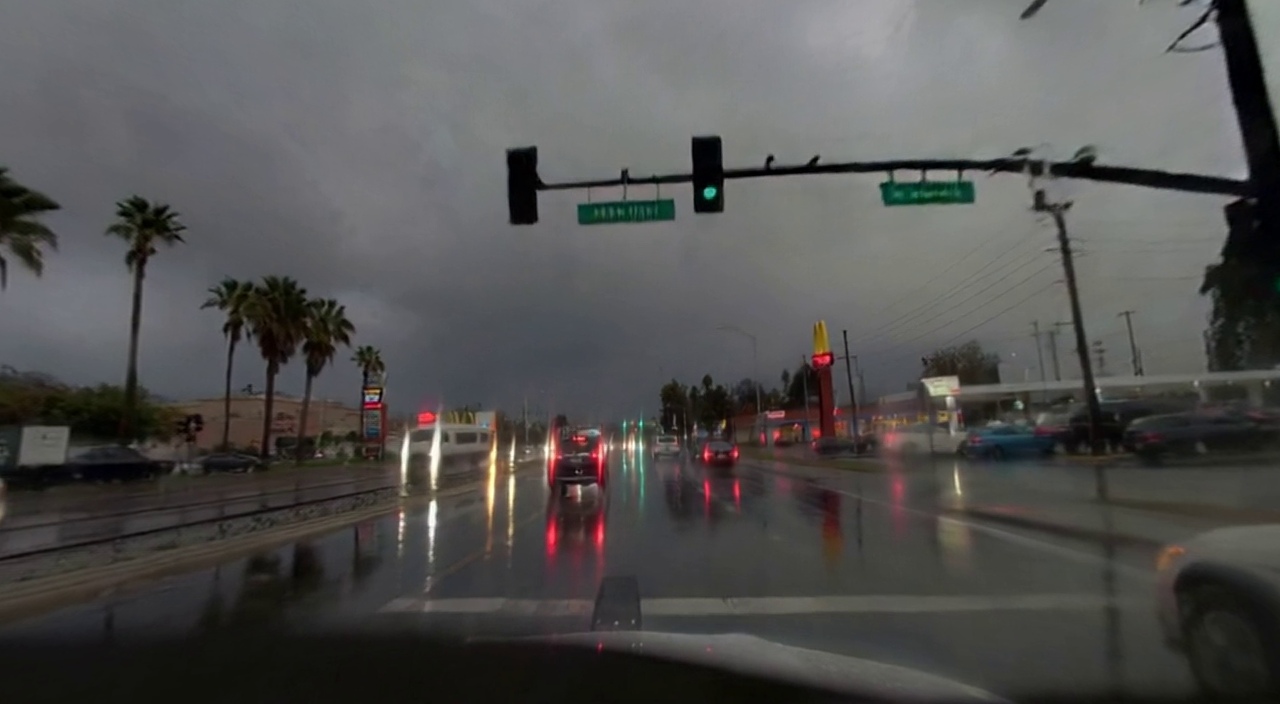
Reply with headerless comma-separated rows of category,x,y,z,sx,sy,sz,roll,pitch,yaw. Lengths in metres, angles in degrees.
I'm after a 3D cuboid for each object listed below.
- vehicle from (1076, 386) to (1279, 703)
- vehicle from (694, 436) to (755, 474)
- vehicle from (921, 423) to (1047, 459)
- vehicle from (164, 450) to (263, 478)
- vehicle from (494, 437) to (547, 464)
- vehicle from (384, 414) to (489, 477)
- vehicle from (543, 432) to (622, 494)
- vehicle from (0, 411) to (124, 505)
vehicle,3.448,0.699,1.359,1.987,1.474,4.198,-1,-9,0
vehicle,3.458,4.307,26.564,1.889,1.448,4.262,0,-9,-1
vehicle,14.627,3.827,27.031,4.293,1.438,1.773,-1,-9,1
vehicle,-30.067,7.911,44.672,5.349,1.859,2.259,-1,-10,0
vehicle,-8.696,7.254,46.387,2.169,1.853,4.853,-2,-9,10
vehicle,-10.814,5.093,34.677,2.662,2.995,8.344,0,-8,2
vehicle,-1.659,3.181,18.338,2.021,1.550,4.090,0,-9,-5
vehicle,-24.019,3.929,23.340,2.791,3.271,7.924,-1,-9,3
